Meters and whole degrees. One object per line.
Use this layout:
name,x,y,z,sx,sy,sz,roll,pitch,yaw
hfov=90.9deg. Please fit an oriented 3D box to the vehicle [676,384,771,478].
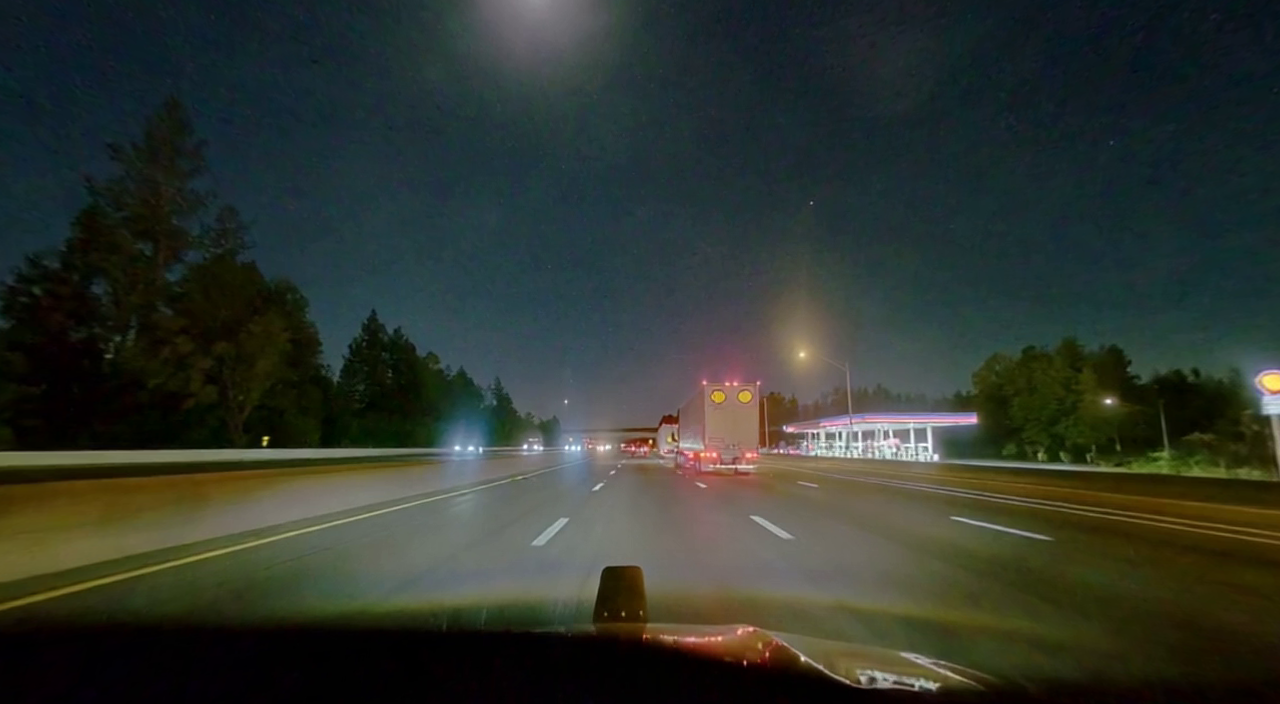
vehicle,3.950,4.421,33.873,2.922,3.987,14.038,0,-9,-1
